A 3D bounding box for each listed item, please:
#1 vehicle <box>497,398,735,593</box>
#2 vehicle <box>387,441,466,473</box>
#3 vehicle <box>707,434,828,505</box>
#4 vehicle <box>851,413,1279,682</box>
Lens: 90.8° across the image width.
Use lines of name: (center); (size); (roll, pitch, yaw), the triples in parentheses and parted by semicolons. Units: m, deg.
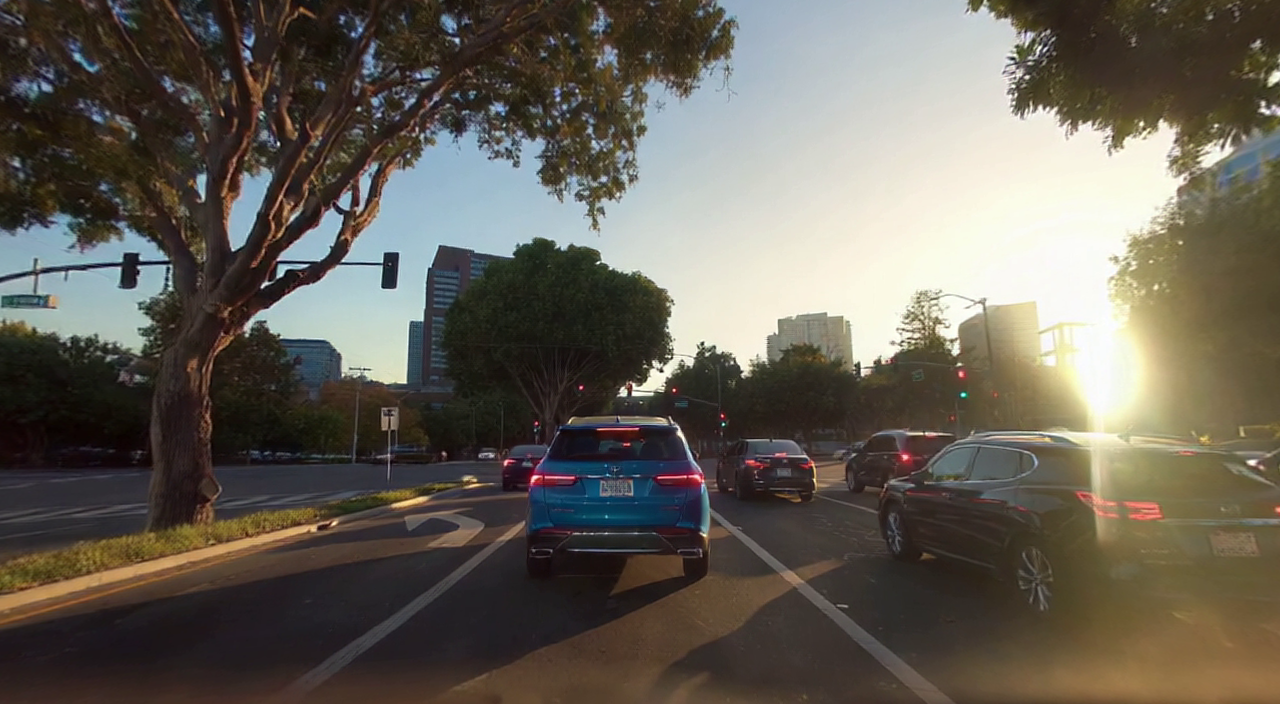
vehicle: (-0.268, 1.560, 7.629); (2.101, 1.707, 3.904); (0, -8, -2)
vehicle: (-13.000, 6.337, 38.364); (4.972, 1.794, 2.186); (-7, -11, 39)
vehicle: (2.976, 2.852, 15.771); (1.950, 1.506, 4.086); (0, -8, -3)
vehicle: (3.617, 1.397, 5.696); (1.861, 1.478, 4.185); (0, -8, -2)
